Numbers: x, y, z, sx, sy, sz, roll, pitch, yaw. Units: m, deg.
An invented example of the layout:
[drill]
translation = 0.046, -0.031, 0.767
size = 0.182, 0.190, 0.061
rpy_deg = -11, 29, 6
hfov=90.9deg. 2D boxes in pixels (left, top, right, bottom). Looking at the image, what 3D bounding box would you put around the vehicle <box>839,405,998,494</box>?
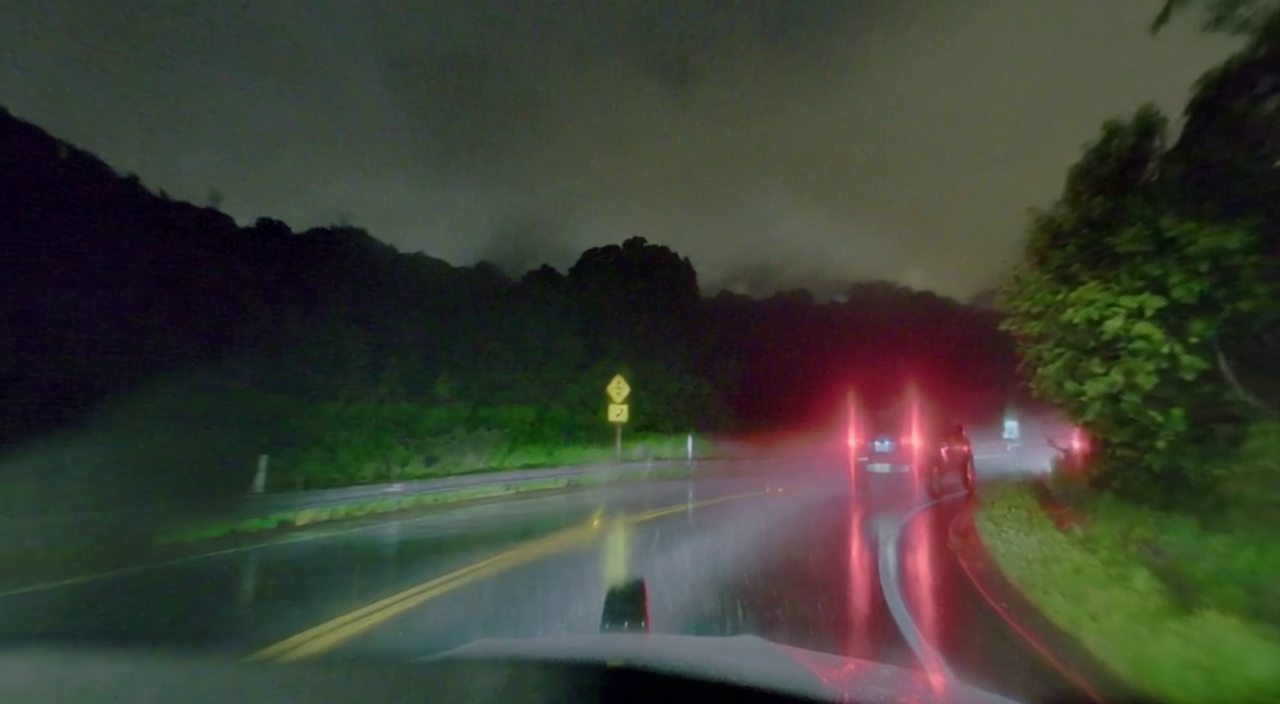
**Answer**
[vehicle]
translation = 7.697, 2.608, 17.026
size = 2.500, 1.961, 5.637
rpy_deg = -7, -11, 38
